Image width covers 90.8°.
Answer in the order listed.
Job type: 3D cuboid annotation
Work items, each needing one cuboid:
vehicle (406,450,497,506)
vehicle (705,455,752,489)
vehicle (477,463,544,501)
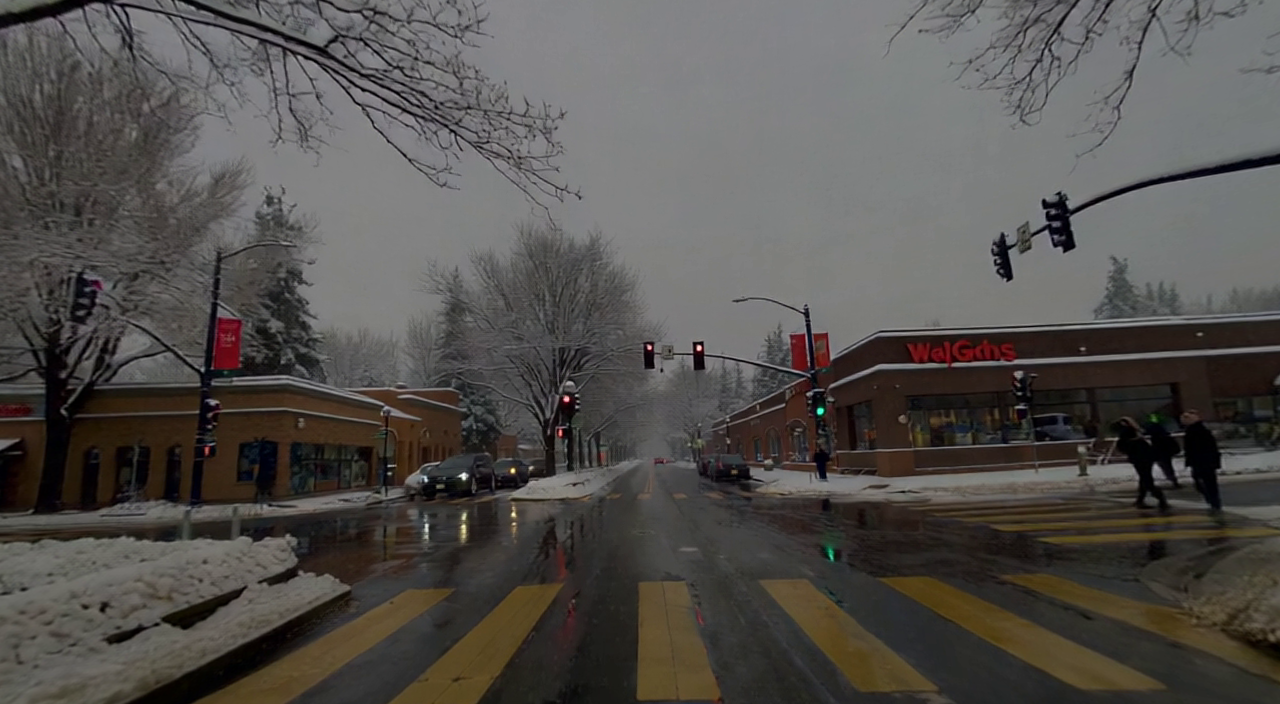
[{"bbox_3d":[-8.815,5.909,30.309,2.489,2.323,5.843,0,-8,1],"label":"vehicle"},{"bbox_3d":[5.194,7.103,37.714,2.010,1.844,4.386,0,-8,-2],"label":"vehicle"},{"bbox_3d":[-5.757,5.829,28.625,1.983,1.438,4.559,0,-8,1],"label":"vehicle"}]
